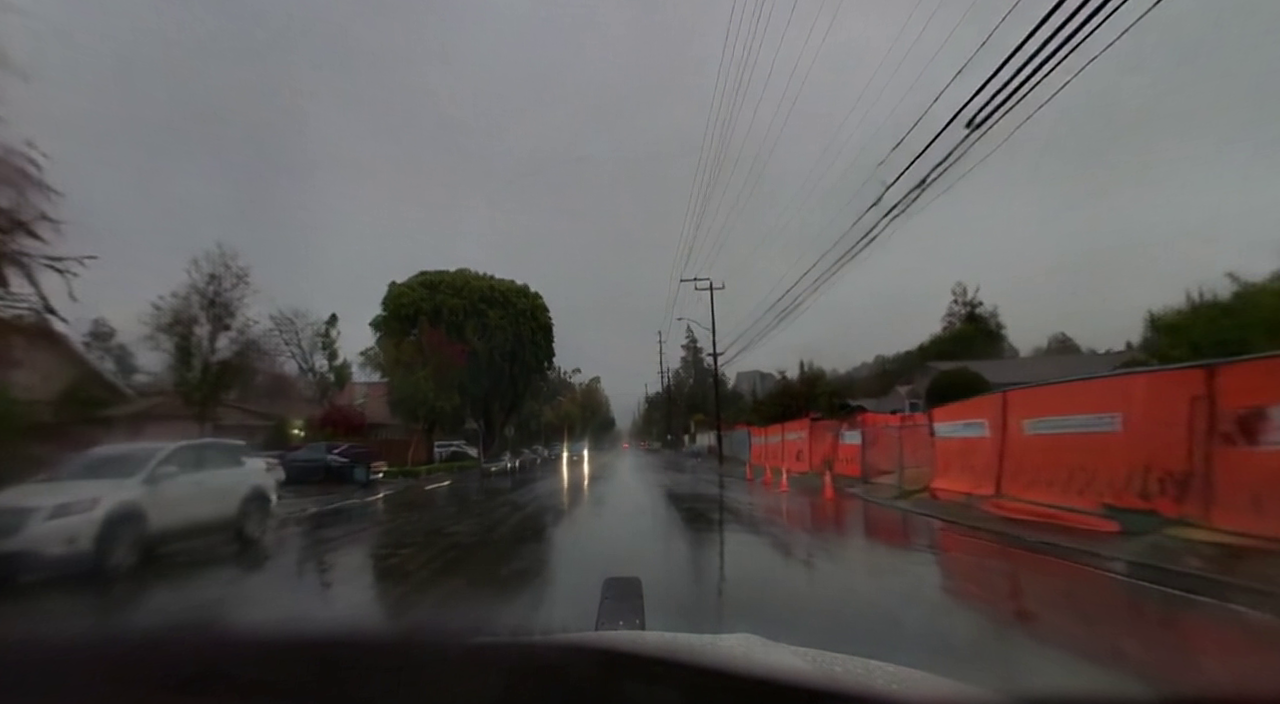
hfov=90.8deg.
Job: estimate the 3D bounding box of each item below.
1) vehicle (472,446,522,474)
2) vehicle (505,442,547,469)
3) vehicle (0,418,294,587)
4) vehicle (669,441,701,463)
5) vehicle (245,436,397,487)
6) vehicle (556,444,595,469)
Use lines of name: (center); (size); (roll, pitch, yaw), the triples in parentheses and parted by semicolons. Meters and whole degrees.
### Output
vehicle: (-8.330, 6.339, 37.186); (2.041, 1.480, 4.474); (-2, -9, -2)
vehicle: (-8.190, 7.486, 45.778); (2.055, 1.806, 4.540); (-1, -8, 1)
vehicle: (-6.871, 1.961, 8.847); (1.932, 1.743, 4.079); (-2, -9, -3)
vehicle: (3.313, 7.432, 47.182); (1.902, 1.542, 4.099); (0, -8, -2)
vehicle: (-12.326, 4.237, 24.711); (4.780, 1.867, 2.108); (0, -8, -3)
vehicle: (-4.335, 7.104, 43.211); (2.068, 1.543, 4.523); (-1, -8, 1)
